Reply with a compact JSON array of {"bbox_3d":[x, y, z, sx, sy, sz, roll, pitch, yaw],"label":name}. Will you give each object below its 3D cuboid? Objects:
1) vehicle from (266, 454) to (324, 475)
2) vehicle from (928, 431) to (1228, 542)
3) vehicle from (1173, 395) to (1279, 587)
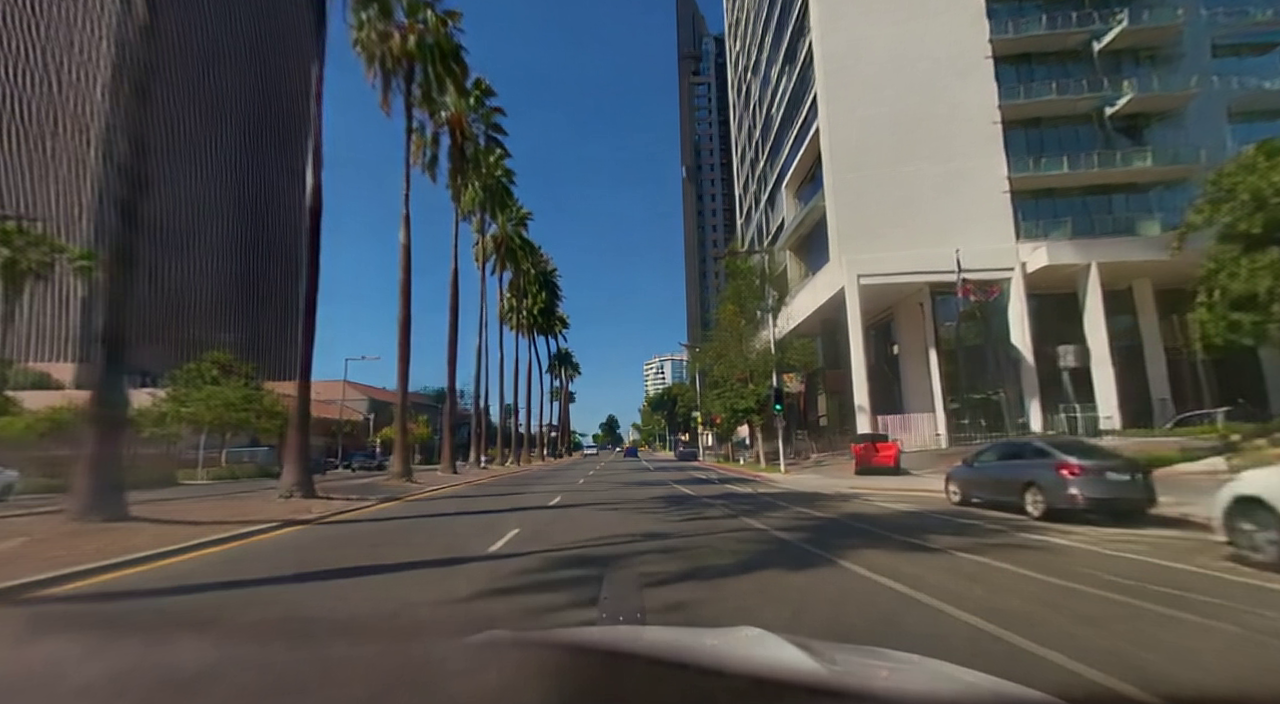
[{"bbox_3d":[-25.628,8.350,47.081,2.080,1.457,4.424,0,-9,-4],"label":"vehicle"},{"bbox_3d":[7.097,2.204,11.088,1.919,1.499,4.779,0,-9,1],"label":"vehicle"},{"bbox_3d":[6.964,1.085,4.578,2.225,1.727,4.418,0,-9,-1],"label":"vehicle"}]
